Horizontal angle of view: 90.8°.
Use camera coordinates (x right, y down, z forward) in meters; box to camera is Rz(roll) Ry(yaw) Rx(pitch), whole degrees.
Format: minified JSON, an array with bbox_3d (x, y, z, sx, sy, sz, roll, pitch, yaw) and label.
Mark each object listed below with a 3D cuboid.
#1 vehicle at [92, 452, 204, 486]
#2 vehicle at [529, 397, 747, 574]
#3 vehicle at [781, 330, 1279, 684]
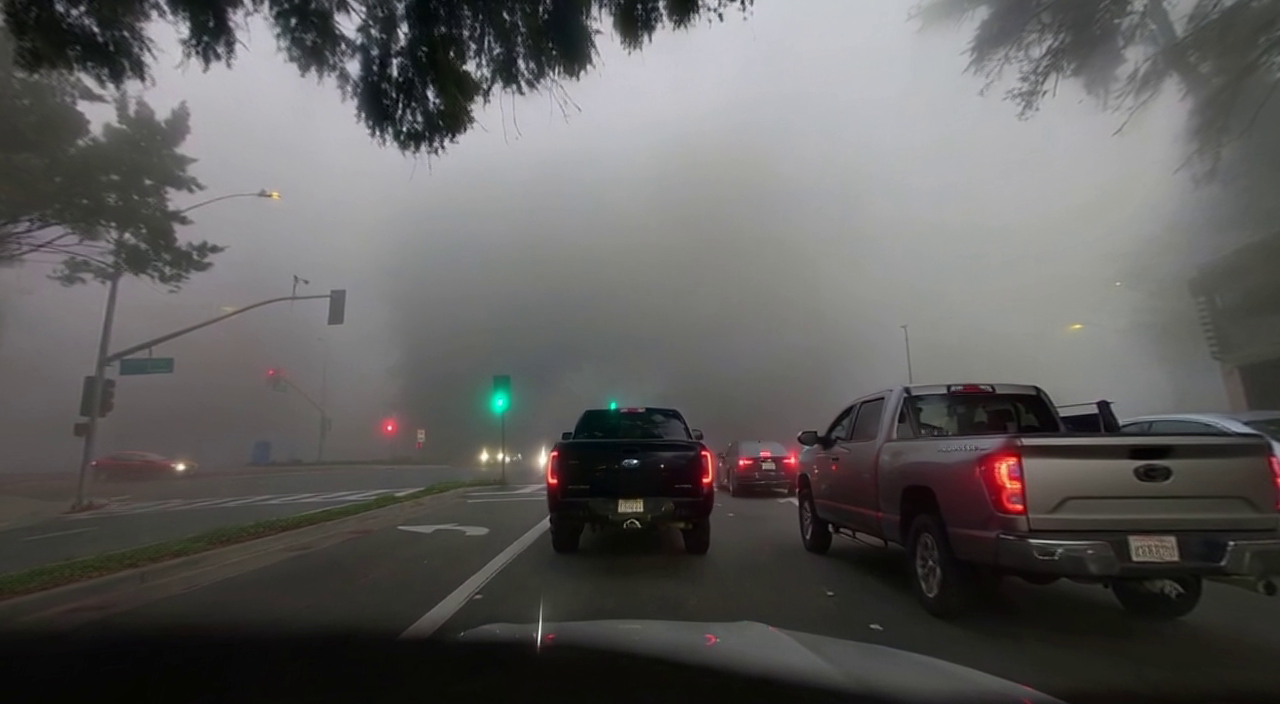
[{"bbox_3d":[-26.483,6.265,34.209,4.437,1.669,1.936,5,-10,-30],"label":"vehicle"},{"bbox_3d":[-0.075,1.751,9.102,2.240,1.821,5.001,0,-9,-1],"label":"vehicle"},{"bbox_3d":[3.323,1.261,6.398,2.412,1.953,5.682,0,-9,-1],"label":"vehicle"}]
